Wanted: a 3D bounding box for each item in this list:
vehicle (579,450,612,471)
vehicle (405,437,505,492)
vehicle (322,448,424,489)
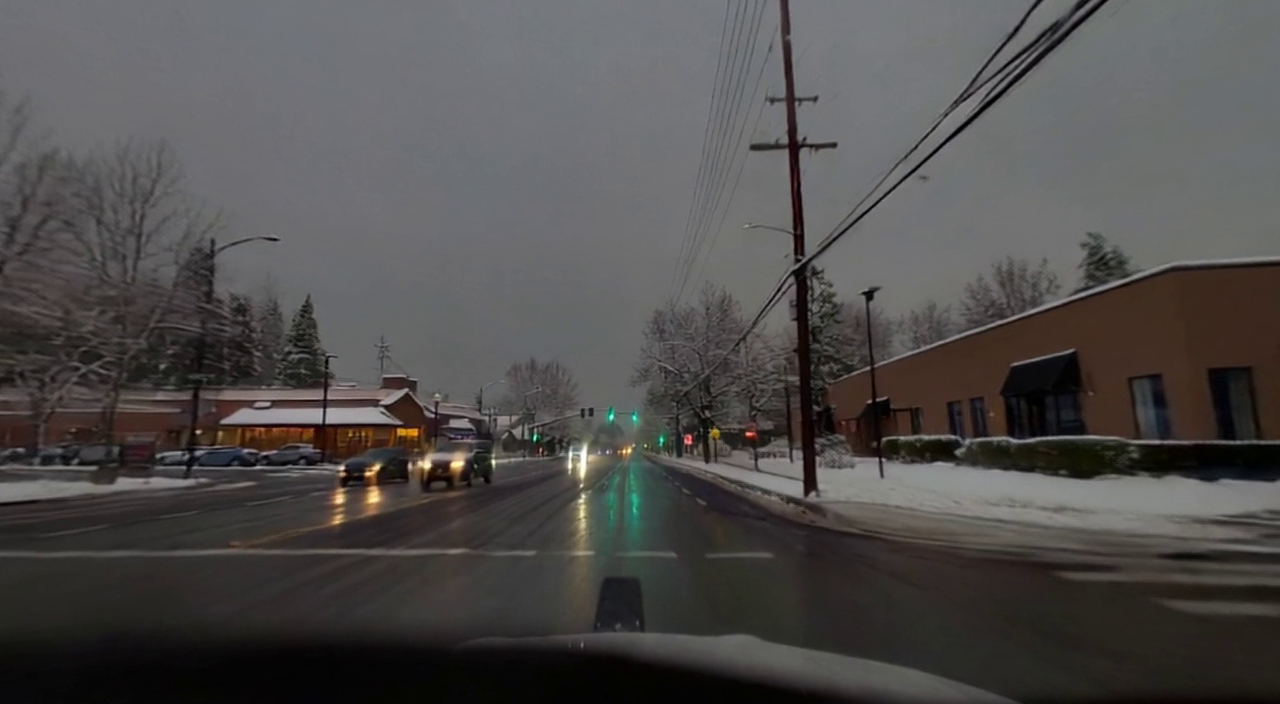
[{"bbox_3d":[-3.250,8.141,47.401,2.122,1.469,4.388,0,-9,1],"label":"vehicle"},{"bbox_3d":[-6.789,4.193,23.839,2.322,1.819,4.651,0,-9,0],"label":"vehicle"},{"bbox_3d":[-10.186,4.474,24.557,2.012,1.429,4.462,0,-9,0],"label":"vehicle"}]
